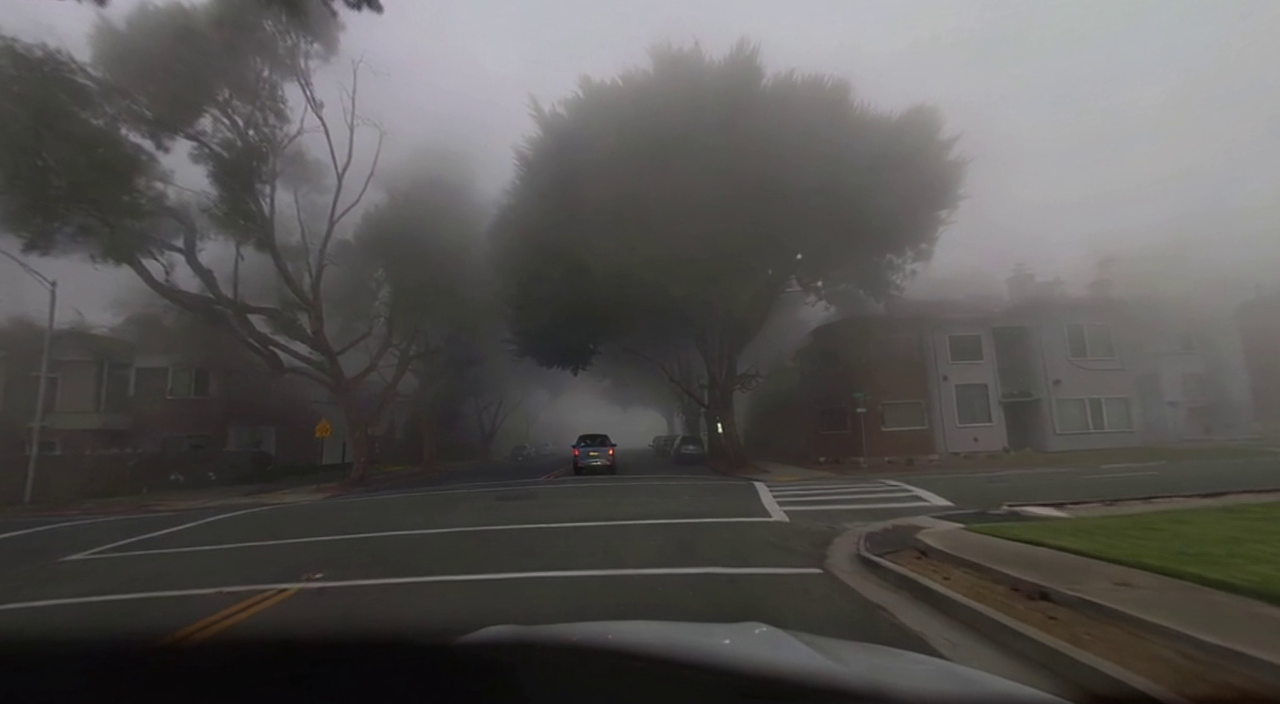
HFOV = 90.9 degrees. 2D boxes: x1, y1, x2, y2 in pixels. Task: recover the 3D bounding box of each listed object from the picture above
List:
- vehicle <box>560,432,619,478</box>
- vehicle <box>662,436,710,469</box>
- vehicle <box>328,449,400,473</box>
[{"bbox_3d":[-1.987,4.203,25.946,2.172,1.722,4.201,1,-8,-2],"label":"vehicle"},{"bbox_3d":[2.339,5.277,33.103,1.987,1.608,3.883,1,-8,-4],"label":"vehicle"},{"bbox_3d":[-17.918,7.053,41.007,3.806,1.501,1.892,0,-9,-1],"label":"vehicle"}]
